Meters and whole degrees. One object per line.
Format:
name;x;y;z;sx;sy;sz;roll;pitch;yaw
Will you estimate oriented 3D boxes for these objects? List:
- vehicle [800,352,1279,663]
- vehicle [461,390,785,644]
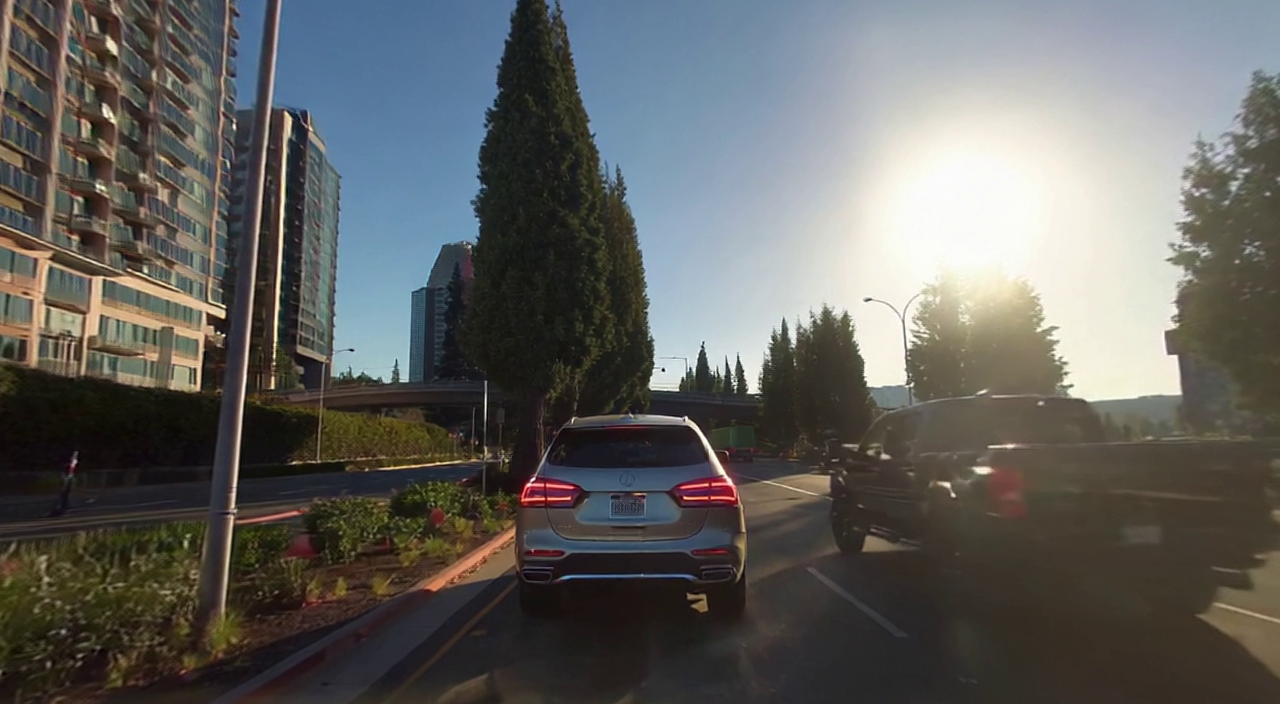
vehicle;3.613;1.356;6.680;2.388;1.932;5.410;0;-8;0
vehicle;-0.161;1.407;6.327;2.172;1.694;4.055;0;-8;-2
